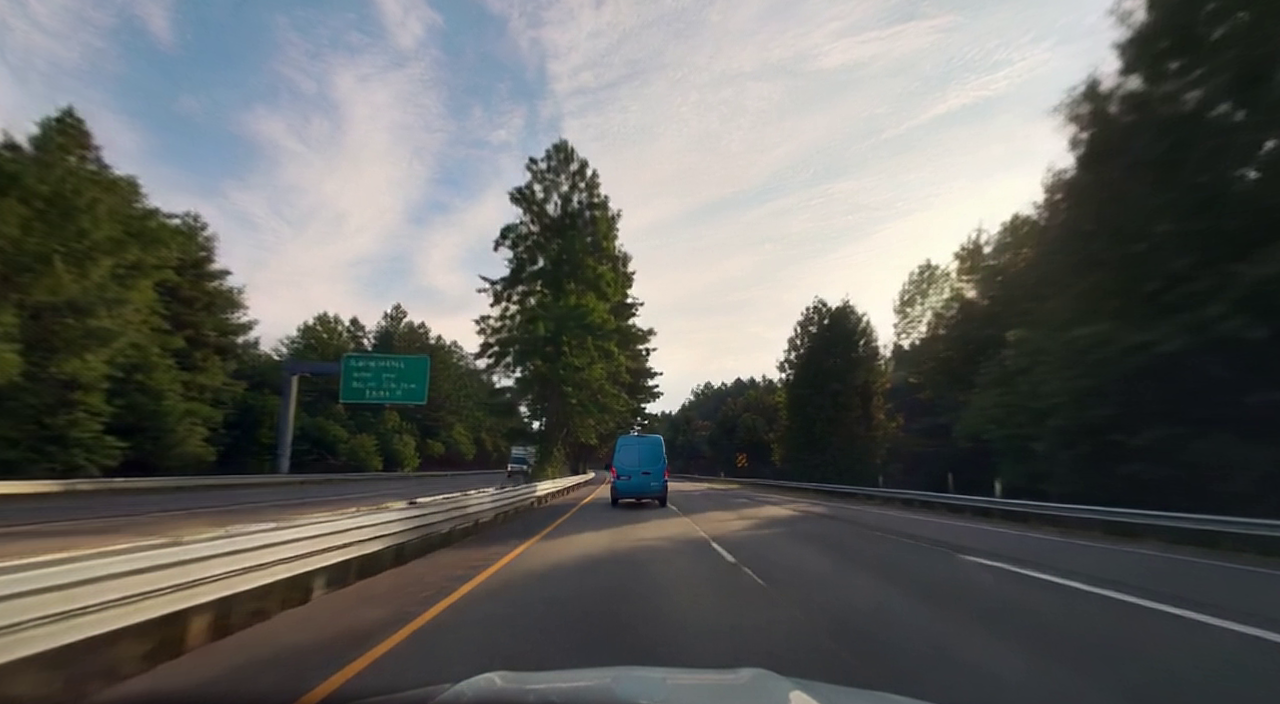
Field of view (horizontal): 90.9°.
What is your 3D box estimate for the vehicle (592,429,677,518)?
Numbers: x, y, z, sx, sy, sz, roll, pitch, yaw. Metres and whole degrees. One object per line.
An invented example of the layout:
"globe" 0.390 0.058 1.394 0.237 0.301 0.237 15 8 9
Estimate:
"vehicle" -0.304 3.980 20.882 2.375 2.432 6.161 1 -10 -3
